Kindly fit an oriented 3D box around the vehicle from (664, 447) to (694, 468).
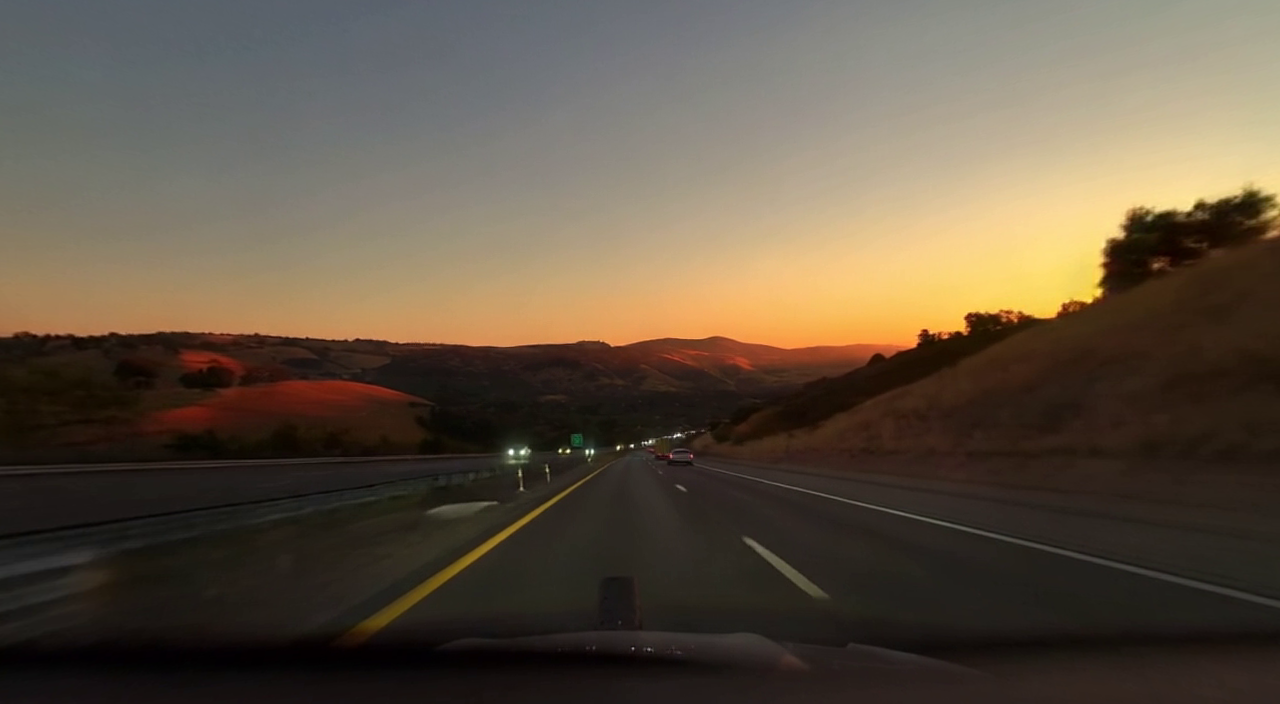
[{"bbox_3d":[2.842,7.721,46.131,1.836,1.459,3.766,0,-9,-2],"label":"vehicle"}]
